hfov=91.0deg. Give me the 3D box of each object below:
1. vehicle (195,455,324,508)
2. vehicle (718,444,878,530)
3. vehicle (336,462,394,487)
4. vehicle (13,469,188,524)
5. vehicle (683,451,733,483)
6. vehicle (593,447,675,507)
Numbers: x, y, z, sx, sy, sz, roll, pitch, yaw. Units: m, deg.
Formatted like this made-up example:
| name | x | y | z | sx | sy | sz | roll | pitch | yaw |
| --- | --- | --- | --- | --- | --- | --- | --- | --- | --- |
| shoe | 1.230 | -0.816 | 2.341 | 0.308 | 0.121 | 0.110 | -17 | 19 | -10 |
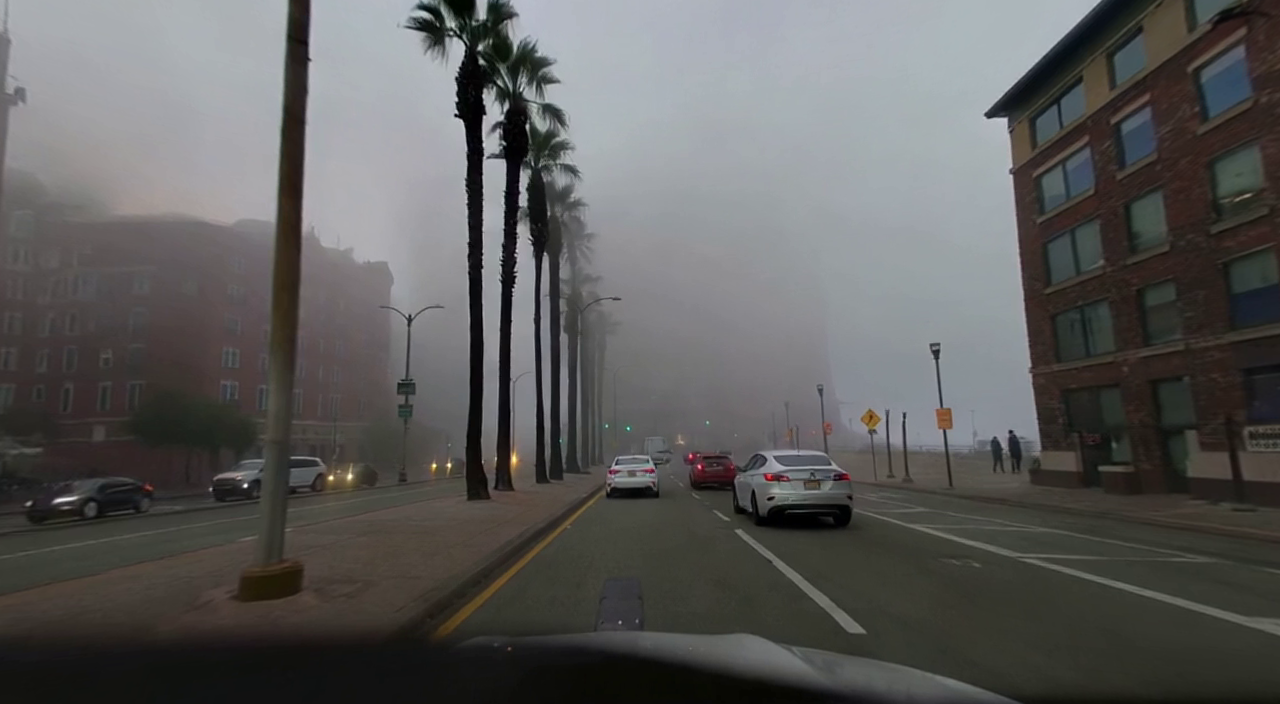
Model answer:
| name | x | y | z | sx | sy | sz | roll | pitch | yaw |
| --- | --- | --- | --- | --- | --- | --- | --- | --- | --- |
| vehicle | -14.674 | 4.979 | 24.706 | 2.104 | 1.802 | 4.852 | 0 | -9 | -1 |
| vehicle | 3.146 | 2.788 | 13.783 | 2.051 | 1.509 | 4.933 | 0 | -9 | -2 |
| vehicle | -18.420 | 8.204 | 42.365 | 1.873 | 1.468 | 4.485 | 0 | -9 | 0 |
| vehicle | -17.877 | 4.784 | 21.227 | 1.910 | 1.473 | 4.499 | 0 | -9 | -1 |
| vehicle | 3.351 | 5.734 | 31.672 | 2.115 | 1.500 | 3.524 | 0 | -9 | 0 |
| vehicle | -0.120 | 3.460 | 17.899 | 2.077 | 1.518 | 3.760 | 0 | -9 | 1 |
